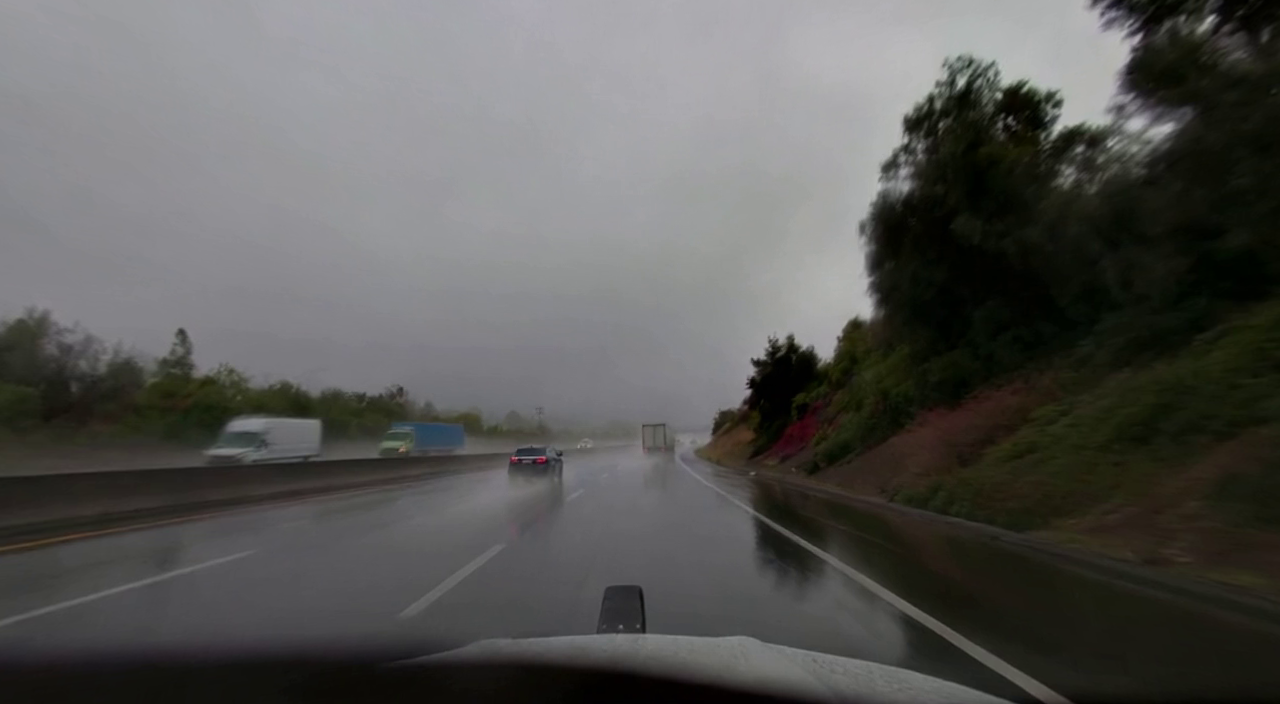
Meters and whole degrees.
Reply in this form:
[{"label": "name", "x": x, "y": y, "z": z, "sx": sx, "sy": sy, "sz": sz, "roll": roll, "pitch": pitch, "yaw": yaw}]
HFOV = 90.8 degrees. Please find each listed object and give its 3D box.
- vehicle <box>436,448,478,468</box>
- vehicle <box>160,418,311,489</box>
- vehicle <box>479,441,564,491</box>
[{"label": "vehicle", "x": -14.307, "y": 8.290, "z": 49.556, "sx": 1.859, "sy": 1.497, "sz": 4.390, "roll": 0, "pitch": -9, "yaw": 2}, {"label": "vehicle", "x": -18.953, "y": 4.848, "z": 30.205, "sx": 2.581, "sy": 2.972, "sz": 6.723, "roll": 0, "pitch": -9, "yaw": 1}, {"label": "vehicle", "x": -3.758, "y": 3.689, "z": 20.748, "sx": 1.943, "sy": 1.460, "sz": 3.961, "roll": 0, "pitch": -9, "yaw": 1}]
